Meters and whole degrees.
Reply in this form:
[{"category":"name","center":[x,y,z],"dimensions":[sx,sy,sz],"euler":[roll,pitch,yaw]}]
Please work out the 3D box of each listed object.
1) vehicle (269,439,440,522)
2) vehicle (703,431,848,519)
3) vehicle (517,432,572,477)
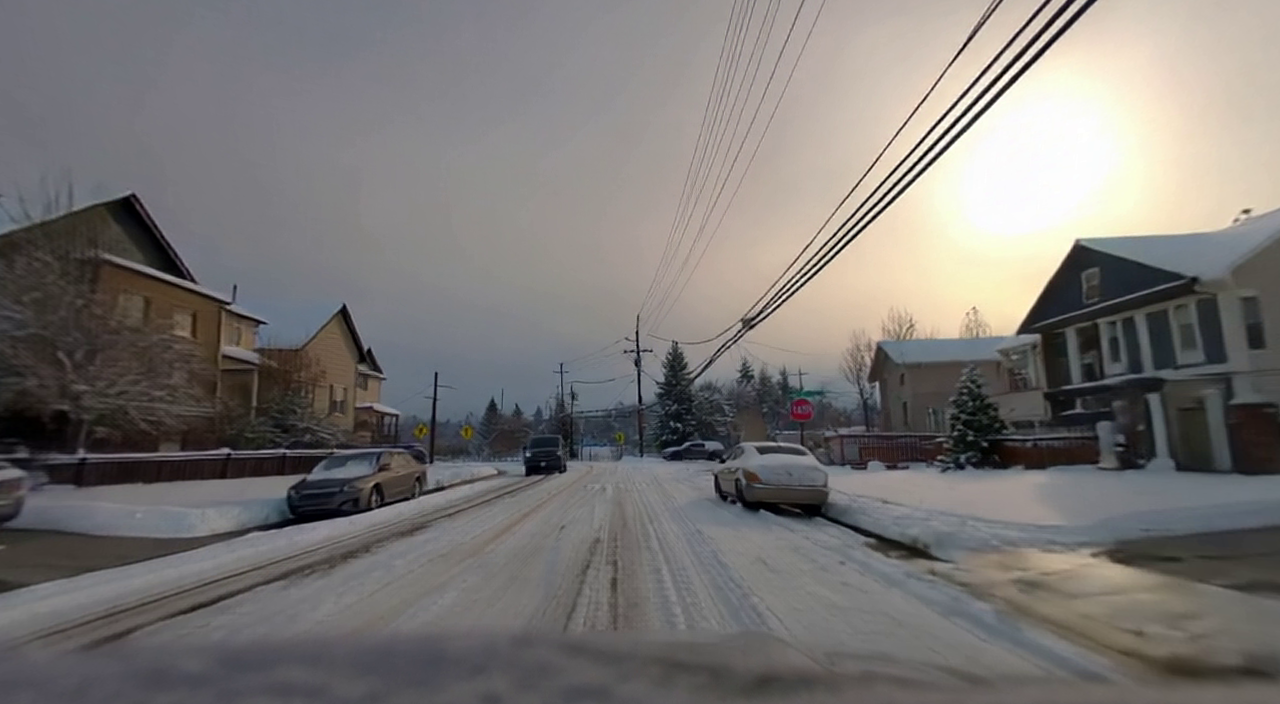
[{"category":"vehicle","center":[-6.983,3.129,16.160],"dimensions":[2.156,1.728,4.619],"euler":[-2,-8,1]},{"category":"vehicle","center":[2.626,2.514,13.473],"dimensions":[2.080,1.531,4.415],"euler":[0,-8,-1]},{"category":"vehicle","center":[-4.401,4.799,29.805],"dimensions":[2.277,1.970,4.512],"euler":[1,-8,-5]}]
